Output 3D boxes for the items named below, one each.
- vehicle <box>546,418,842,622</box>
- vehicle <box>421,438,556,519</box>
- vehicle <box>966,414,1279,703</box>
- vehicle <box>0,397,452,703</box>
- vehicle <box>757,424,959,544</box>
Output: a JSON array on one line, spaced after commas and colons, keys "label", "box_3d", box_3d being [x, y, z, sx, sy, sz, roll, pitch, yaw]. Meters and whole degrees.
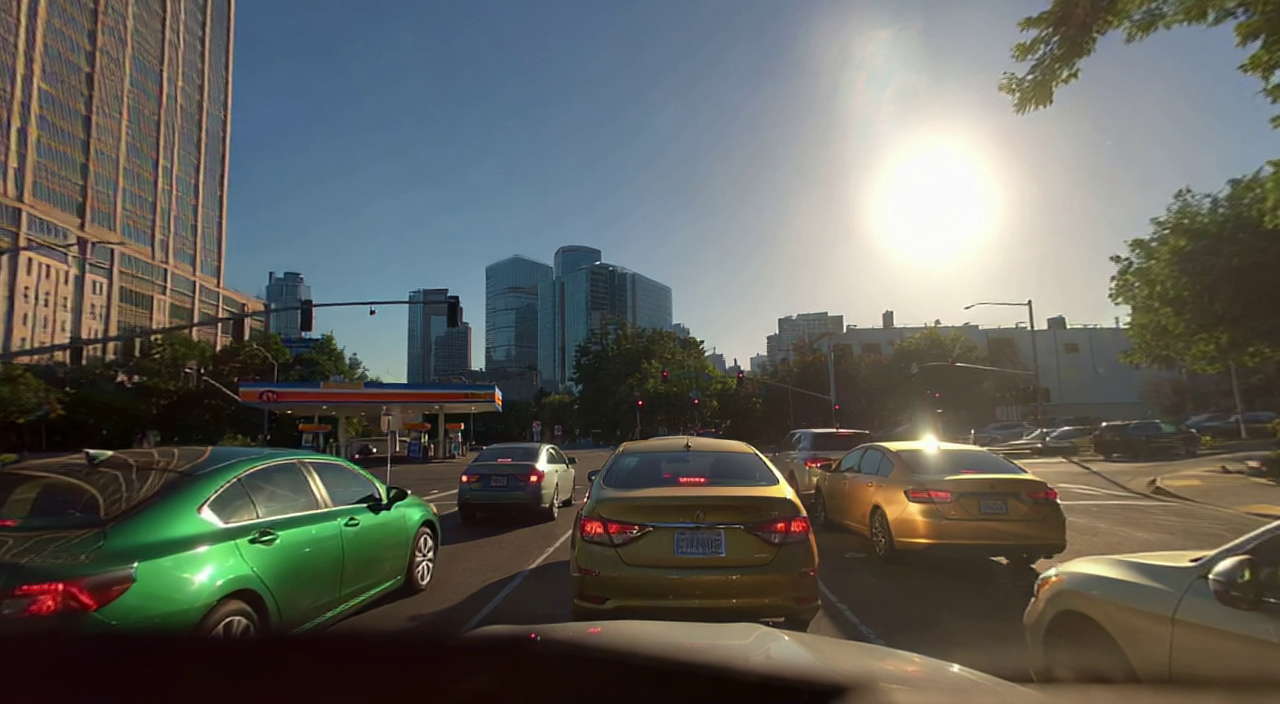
[{"label": "vehicle", "box_3d": [0.344, 1.585, 6.954, 2.220, 1.507, 4.317, 0, -9, -2]}, {"label": "vehicle", "box_3d": [-3.064, 2.647, 13.714, 1.867, 1.474, 4.237, 0, -9, 0]}, {"label": "vehicle", "box_3d": [4.187, 1.132, 3.615, 1.950, 1.497, 4.686, 0, -9, -3]}, {"label": "vehicle", "box_3d": [-3.000, 1.249, 4.623, 1.887, 1.493, 4.255, 0, -9, 1]}, {"label": "vehicle", "box_3d": [3.398, 2.129, 10.795, 1.947, 1.630, 4.127, 0, -9, 0]}]
